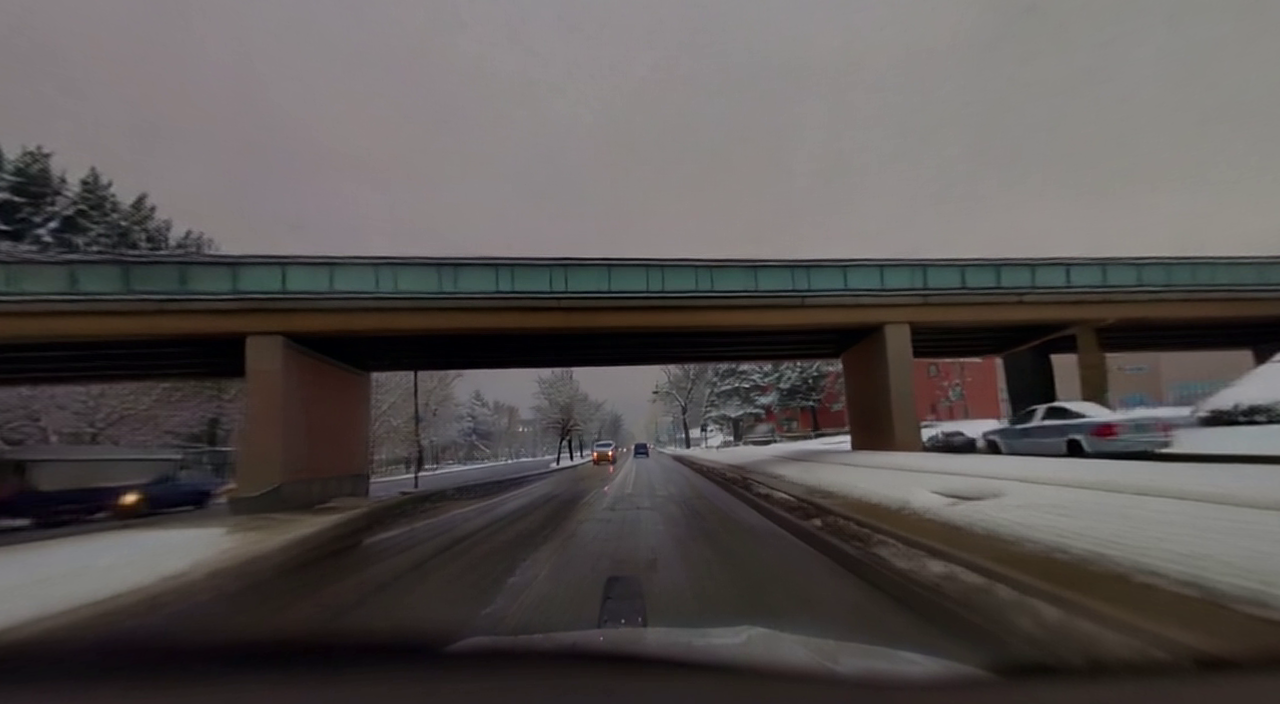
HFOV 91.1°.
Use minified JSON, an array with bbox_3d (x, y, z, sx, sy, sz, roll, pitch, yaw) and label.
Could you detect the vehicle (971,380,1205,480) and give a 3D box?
[{"bbox_3d":[10.650,1.982,15.542,2.244,1.866,4.603,-6,-9,0],"label":"vehicle"}]
